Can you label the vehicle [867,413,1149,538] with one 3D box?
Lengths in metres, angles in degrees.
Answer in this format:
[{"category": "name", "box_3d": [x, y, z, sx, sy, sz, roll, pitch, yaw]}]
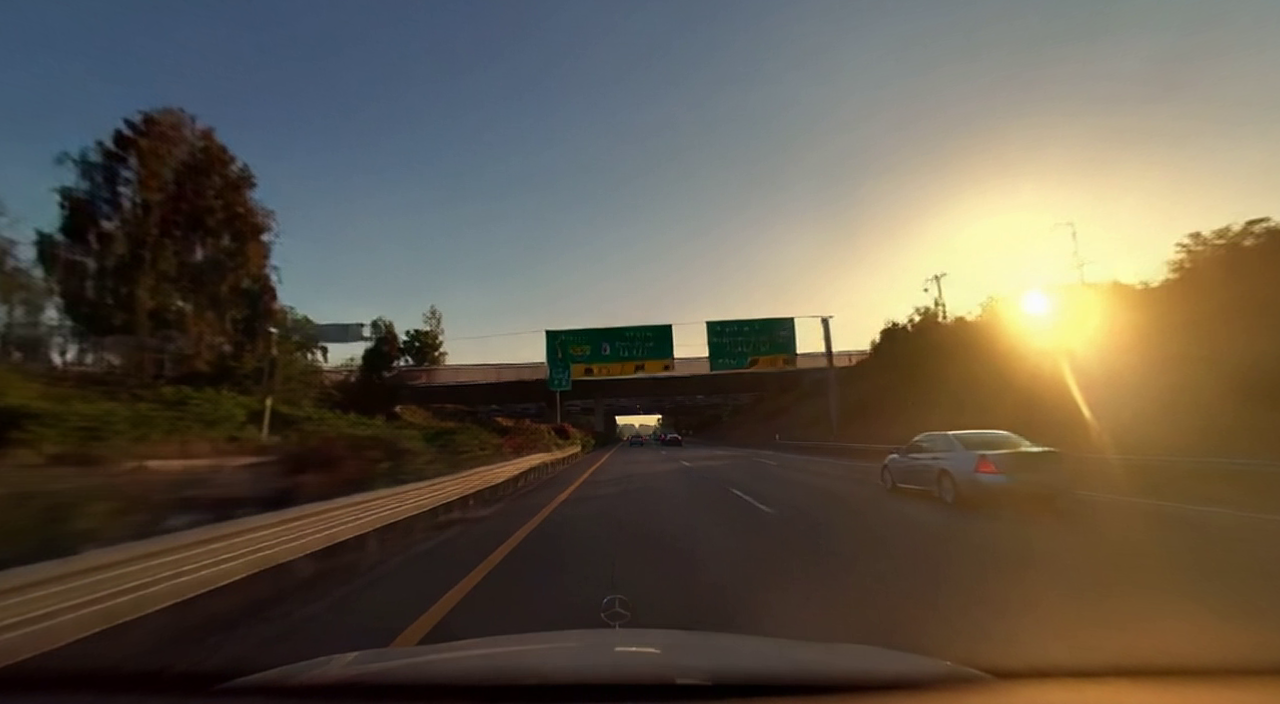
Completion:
[{"category": "vehicle", "box_3d": [5.473, 1.855, 10.168, 1.940, 1.578, 4.122, 0, -8, -2]}]
